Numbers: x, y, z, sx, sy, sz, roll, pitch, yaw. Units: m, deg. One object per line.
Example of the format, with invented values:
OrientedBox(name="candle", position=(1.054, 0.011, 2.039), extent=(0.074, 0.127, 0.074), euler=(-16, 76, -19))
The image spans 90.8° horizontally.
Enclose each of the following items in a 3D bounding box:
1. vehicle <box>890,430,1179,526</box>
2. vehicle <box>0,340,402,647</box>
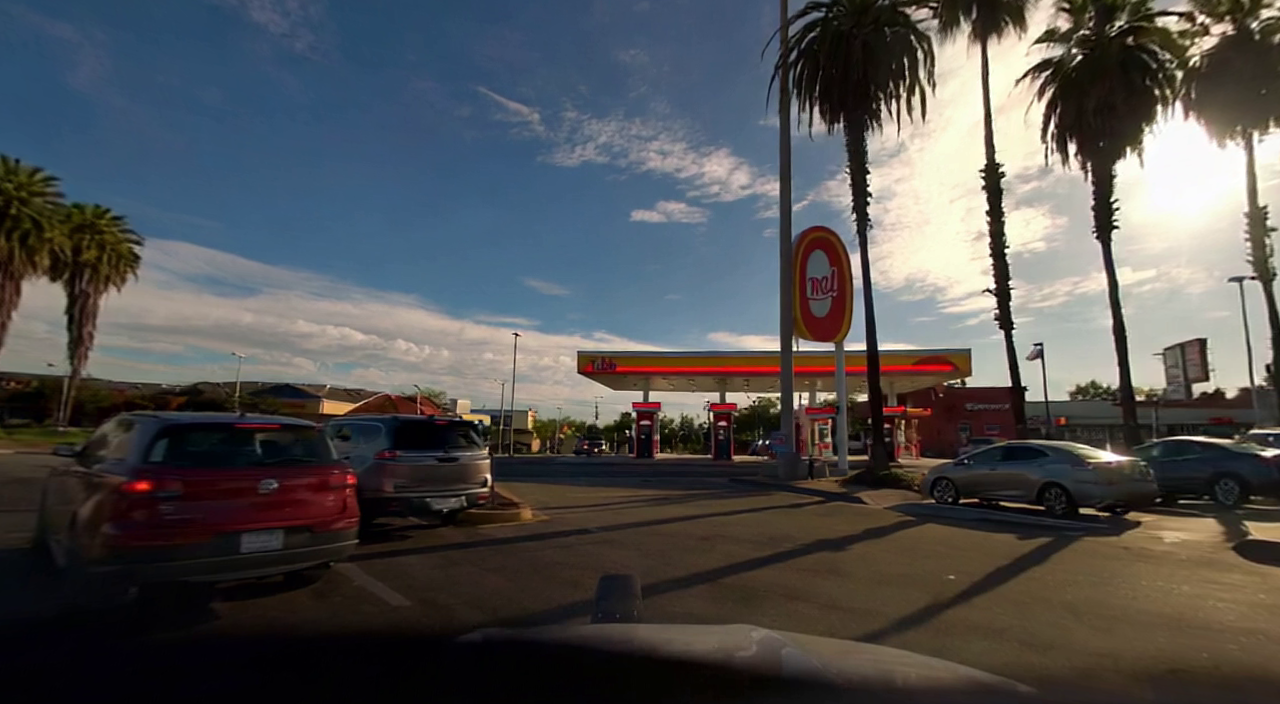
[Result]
OrientedBox(name="vehicle", position=(7.326, 2.356, 12.449), extent=(1.937, 1.490, 4.564), euler=(3, -9, -18))
OrientedBox(name="vehicle", position=(-5.615, 1.389, 7.413), extent=(6.836, 2.006, 2.434), euler=(-8, -12, 43))
